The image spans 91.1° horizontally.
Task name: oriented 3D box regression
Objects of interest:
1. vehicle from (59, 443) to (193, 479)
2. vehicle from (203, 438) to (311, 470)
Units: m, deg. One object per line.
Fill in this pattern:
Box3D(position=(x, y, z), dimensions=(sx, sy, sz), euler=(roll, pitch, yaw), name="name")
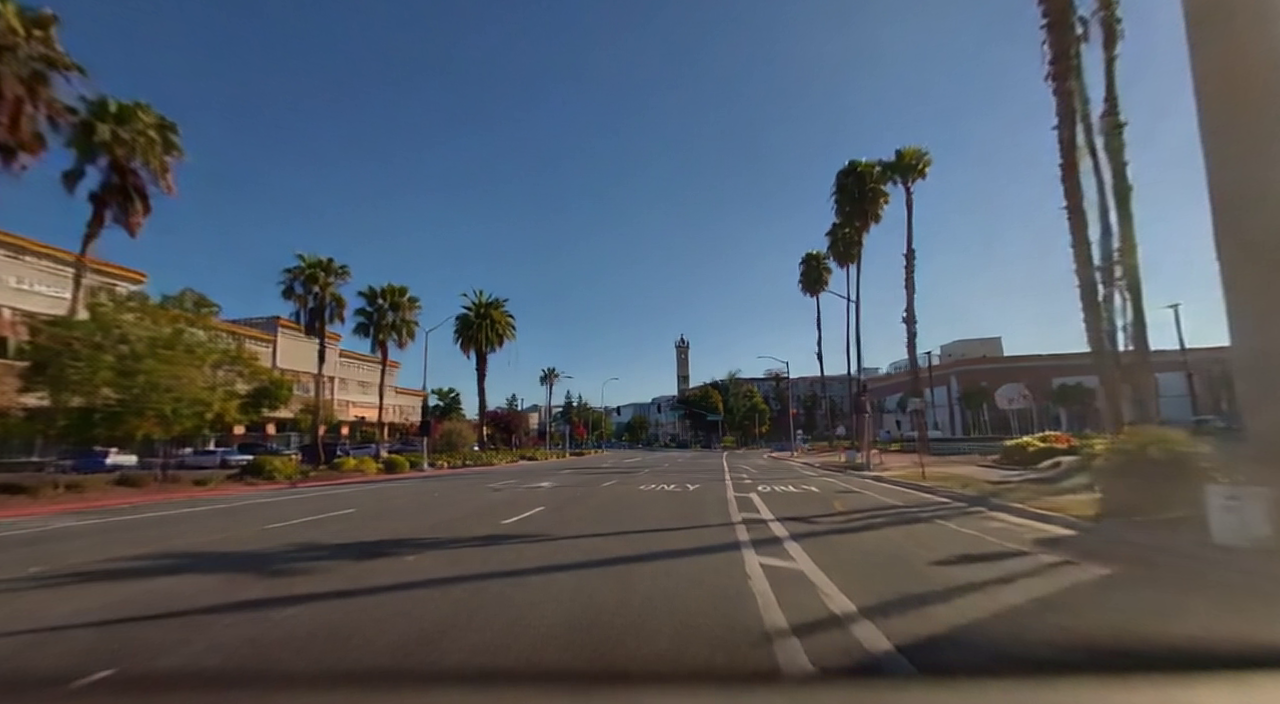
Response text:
Box3D(position=(-23.173, 4.909, 28.424), dimensions=(4.440, 1.541, 1.851), euler=(0, -9, 1), name="vehicle")
Box3D(position=(-22.199, 5.908, 36.474), dimensions=(5.084, 1.664, 2.006), euler=(-2, -7, 4), name="vehicle")
